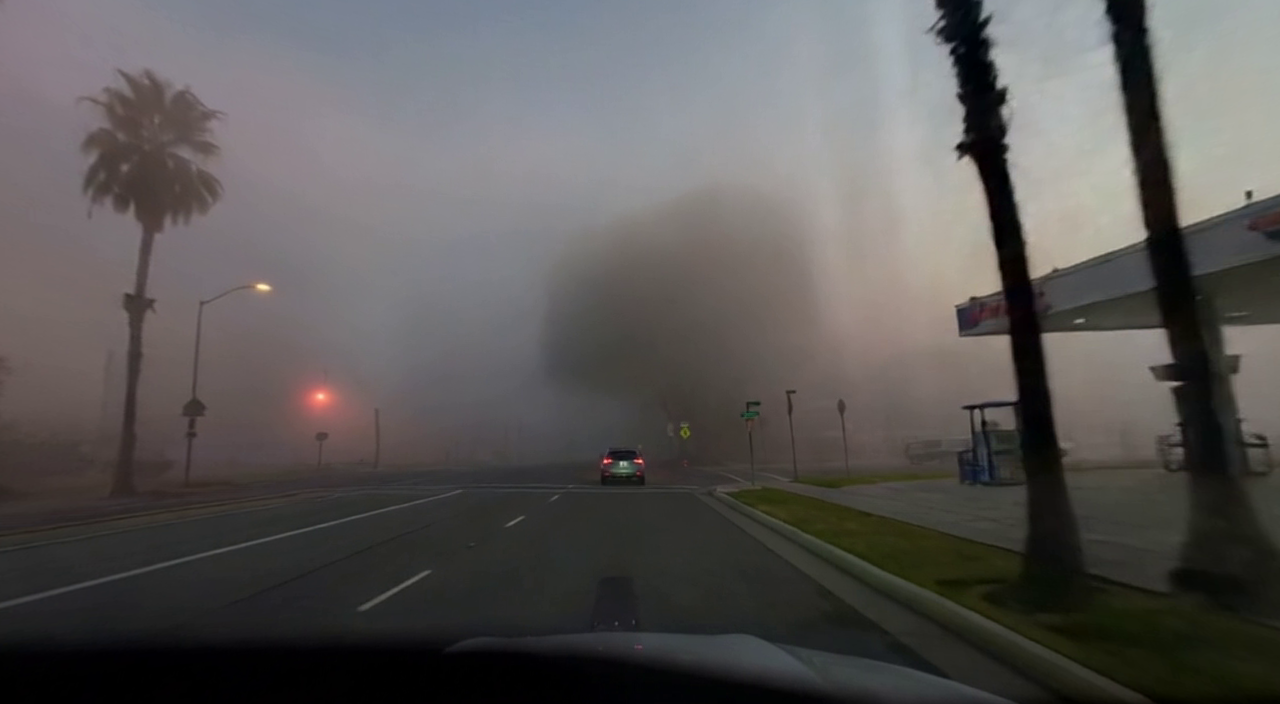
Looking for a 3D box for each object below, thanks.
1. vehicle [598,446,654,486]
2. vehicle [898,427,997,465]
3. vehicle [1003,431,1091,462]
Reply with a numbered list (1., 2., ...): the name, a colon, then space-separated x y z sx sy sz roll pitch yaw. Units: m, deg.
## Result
1. vehicle: -0.545 4.535 25.403 2.076 1.486 4.119 0 -9 -1
2. vehicle: 18.536 5.700 38.244 4.747 2.178 2.336 1 -9 -2
3. vehicle: 24.674 5.774 38.417 4.025 1.827 1.852 1 -9 -2
